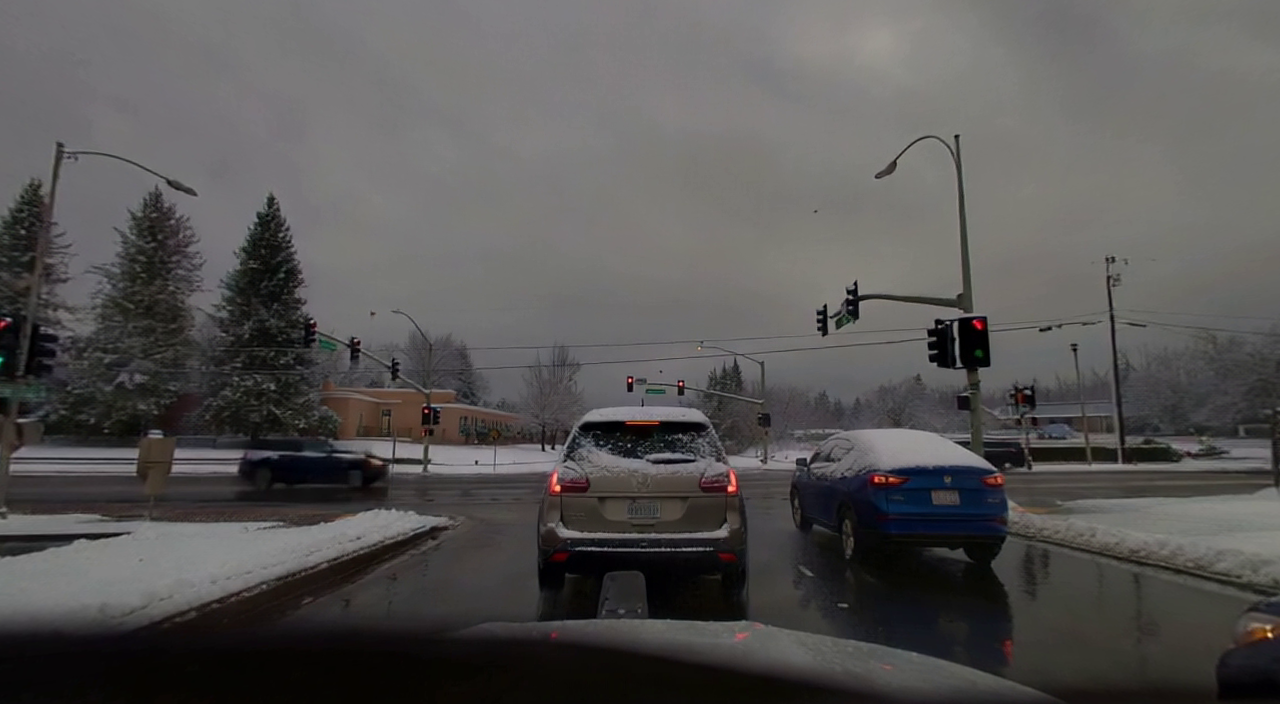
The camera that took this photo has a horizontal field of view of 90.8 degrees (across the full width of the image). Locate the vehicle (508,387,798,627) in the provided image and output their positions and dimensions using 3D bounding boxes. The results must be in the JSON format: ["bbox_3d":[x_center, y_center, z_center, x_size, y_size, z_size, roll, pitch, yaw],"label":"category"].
[{"bbox_3d":[0.092,1.494,7.059,2.170,1.793,4.468,0,-8,0],"label":"vehicle"}]

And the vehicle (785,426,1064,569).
[{"bbox_3d":[3.512,1.858,8.864,1.861,1.495,4.215,0,-8,-1],"label":"vehicle"}]

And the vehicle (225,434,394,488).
[{"bbox_3d":[-11.375,3.770,22.012,4.687,1.791,2.044,0,-8,0],"label":"vehicle"}]

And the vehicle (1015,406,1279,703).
[{"bbox_3d":[3.157,0.815,1.427,1.924,1.466,4.461,0,-8,1],"label":"vehicle"}]
